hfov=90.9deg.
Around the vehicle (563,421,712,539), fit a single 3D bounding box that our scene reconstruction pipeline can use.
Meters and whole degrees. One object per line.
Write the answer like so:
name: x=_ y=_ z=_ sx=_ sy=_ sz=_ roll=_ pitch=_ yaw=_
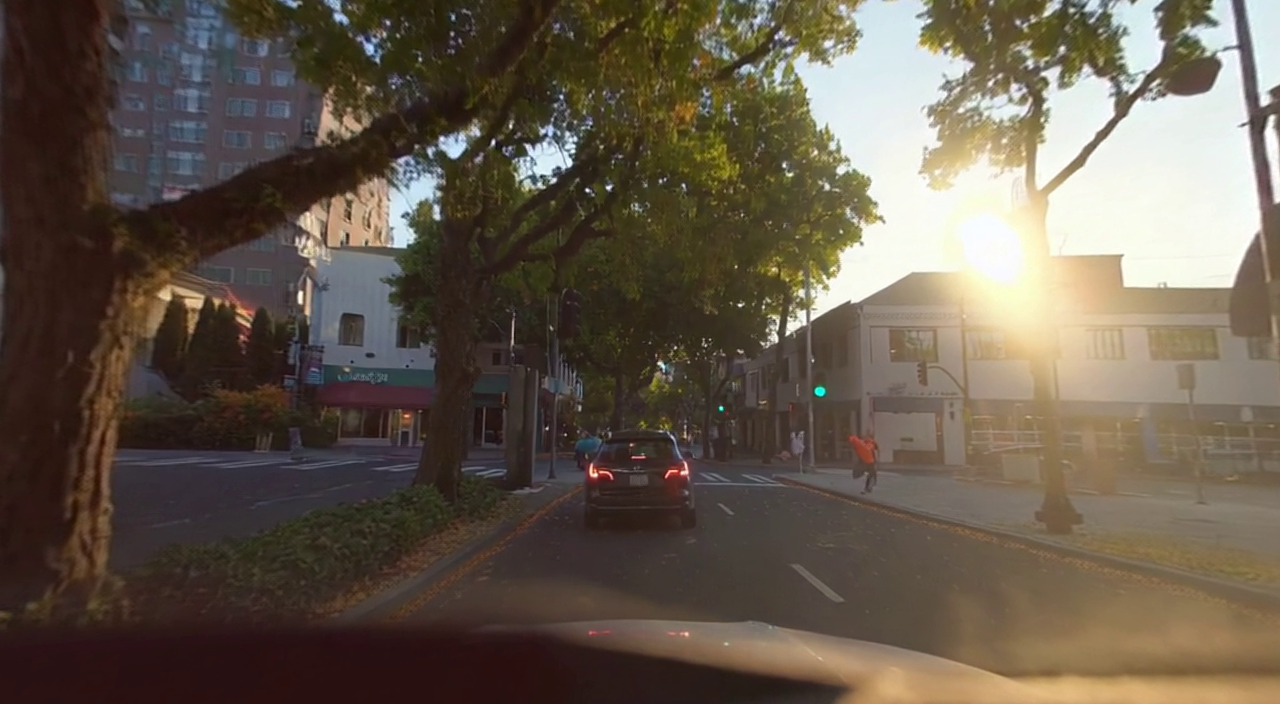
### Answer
vehicle: x=-0.082 y=2.079 z=10.832 sx=2.079 sy=1.621 sz=3.861 roll=0 pitch=-8 yaw=-1
